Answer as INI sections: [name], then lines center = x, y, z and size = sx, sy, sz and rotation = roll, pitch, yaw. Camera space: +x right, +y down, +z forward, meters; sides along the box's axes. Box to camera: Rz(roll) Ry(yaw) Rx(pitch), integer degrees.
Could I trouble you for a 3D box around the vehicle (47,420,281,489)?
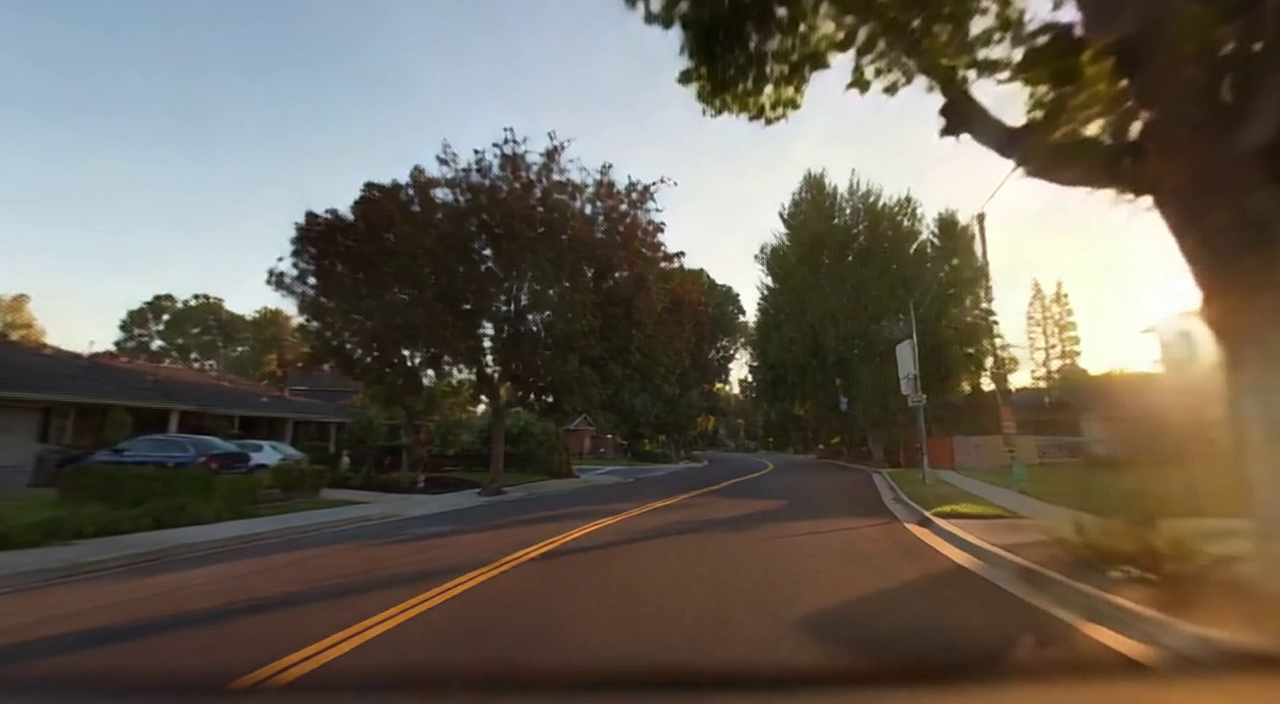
[vehicle]
center = -12.653, 2.833, 17.191
size = 4.485, 1.663, 2.111
rotation = 4, -10, -17
